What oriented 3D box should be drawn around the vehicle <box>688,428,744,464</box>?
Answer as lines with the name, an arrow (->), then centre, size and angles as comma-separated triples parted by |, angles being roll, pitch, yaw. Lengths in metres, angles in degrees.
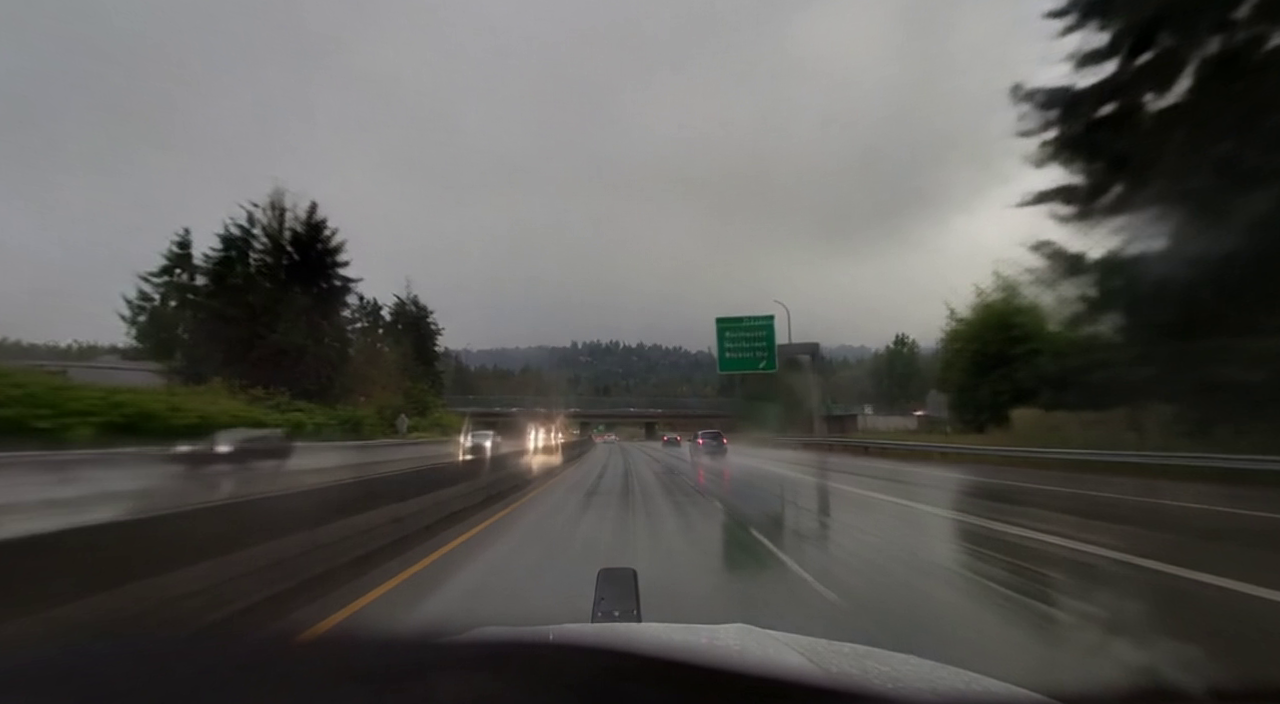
vehicle -> 3.434, 4.338, 29.291 | 1.938, 1.578, 3.764 | 0, -8, -3

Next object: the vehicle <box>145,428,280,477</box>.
vehicle -> -14.033, 3.309, 21.003 | 1.896, 1.460, 3.804 | 0, -8, -2

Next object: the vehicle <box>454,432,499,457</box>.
vehicle -> -9.855, 5.580, 38.179 | 1.815, 1.452, 3.760 | 0, -8, -1
